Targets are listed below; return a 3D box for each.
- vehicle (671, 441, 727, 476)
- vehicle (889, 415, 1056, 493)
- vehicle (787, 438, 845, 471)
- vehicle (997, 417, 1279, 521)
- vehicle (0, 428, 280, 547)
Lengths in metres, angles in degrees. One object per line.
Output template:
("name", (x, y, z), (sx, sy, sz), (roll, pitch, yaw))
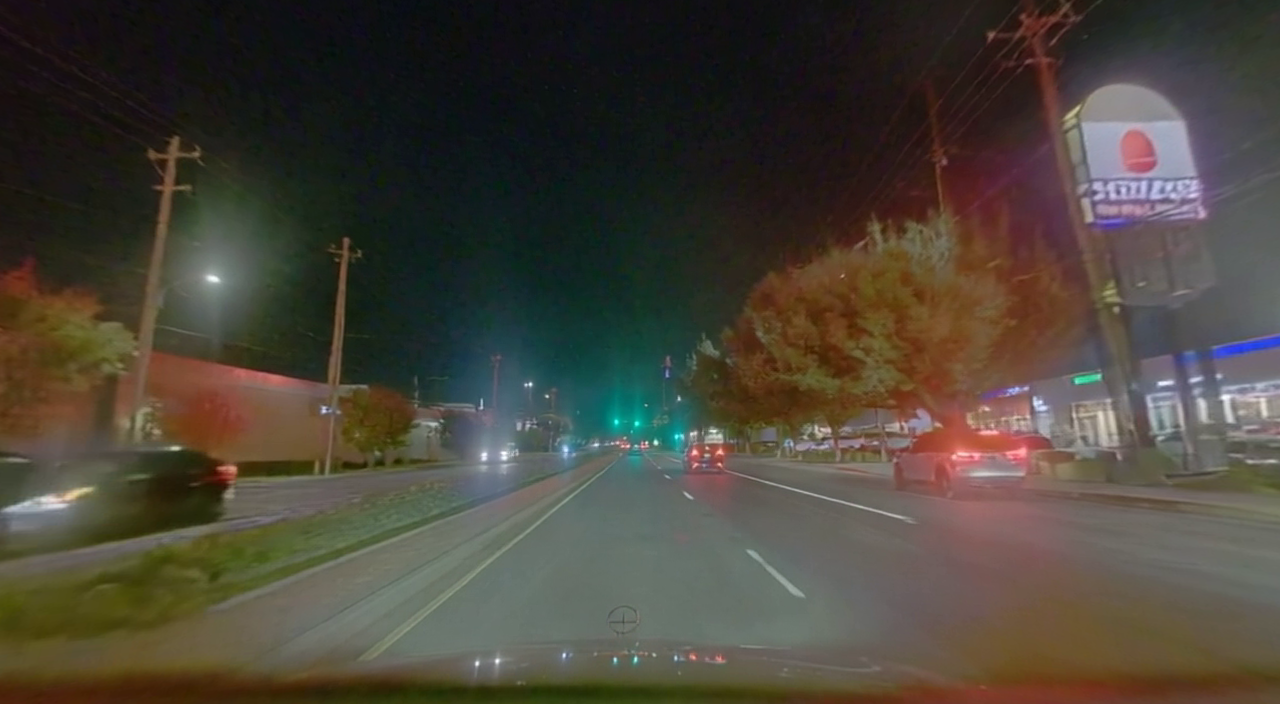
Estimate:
("vehicle", (2.653, 4.928, 29.442), (2.099, 1.463, 4.365), (0, -8, -1))
("vehicle", (10.266, 3.228, 20.261), (2.154, 2.099, 5.756), (0, -8, -1))
("vehicle", (10.233, 6.000, 37.189), (1.987, 1.746, 4.569), (0, -8, -2))
("vehicle", (10.270, 2.440, 13.727), (2.045, 1.831, 5.000), (0, -8, 0))
("vehicle", (-8.520, 2.176, 10.866), (2.023, 1.579, 4.526), (0, -8, -1))
